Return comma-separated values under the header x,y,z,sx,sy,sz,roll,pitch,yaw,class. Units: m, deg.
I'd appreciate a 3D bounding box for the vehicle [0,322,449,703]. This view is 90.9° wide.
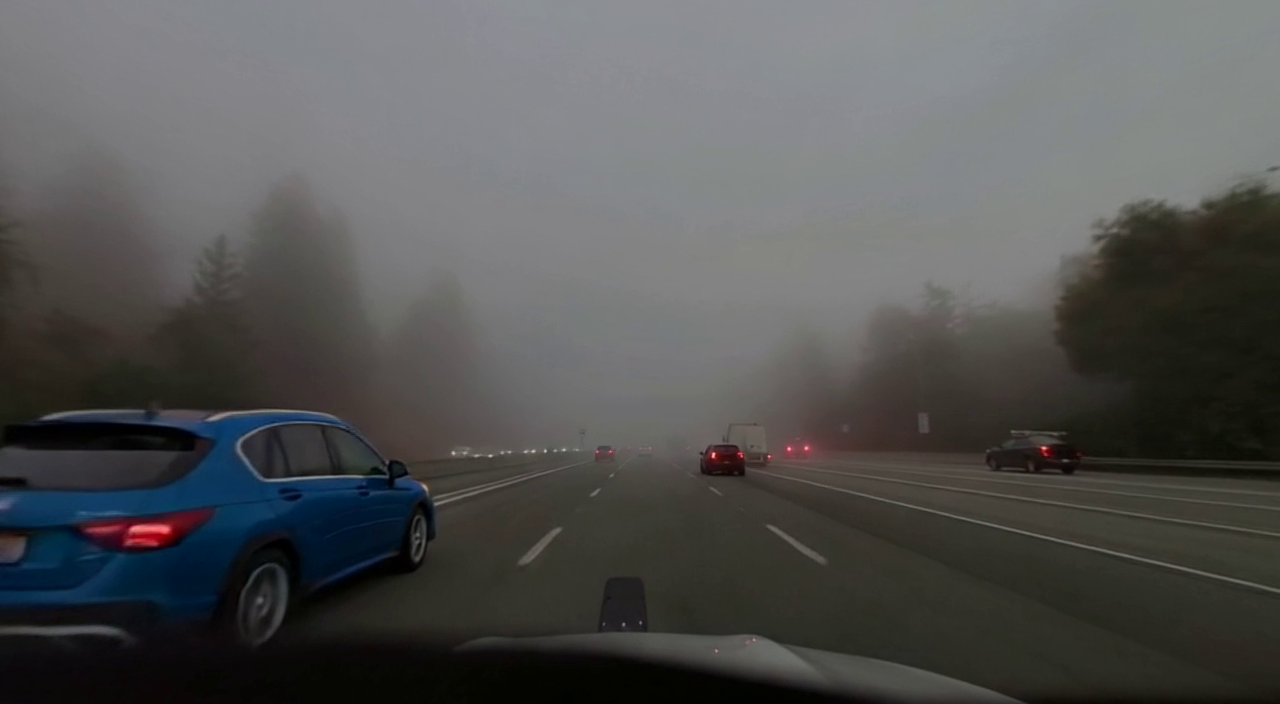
x,y,z,sx,sy,sz,roll,pitch,yaw,class
-3.441,1.152,4.889,2.218,1.764,5.229,0,-9,1,vehicle

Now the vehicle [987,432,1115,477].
x,y,z,sx,sy,sz,roll,pitch,yaw,class
20.059,5.038,31.213,2.221,1.995,5.803,0,-9,-3,vehicle

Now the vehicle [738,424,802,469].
x,y,z,sx,sy,sz,roll,pitch,yaw,class
8.036,5.924,39.571,2.729,2.628,4.875,0,-9,-2,vehicle

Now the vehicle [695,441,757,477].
x,y,z,sx,sy,sz,roll,pitch,yaw,class
3.767,4.805,28.584,2.080,1.493,4.674,0,-9,-1,vehicle
